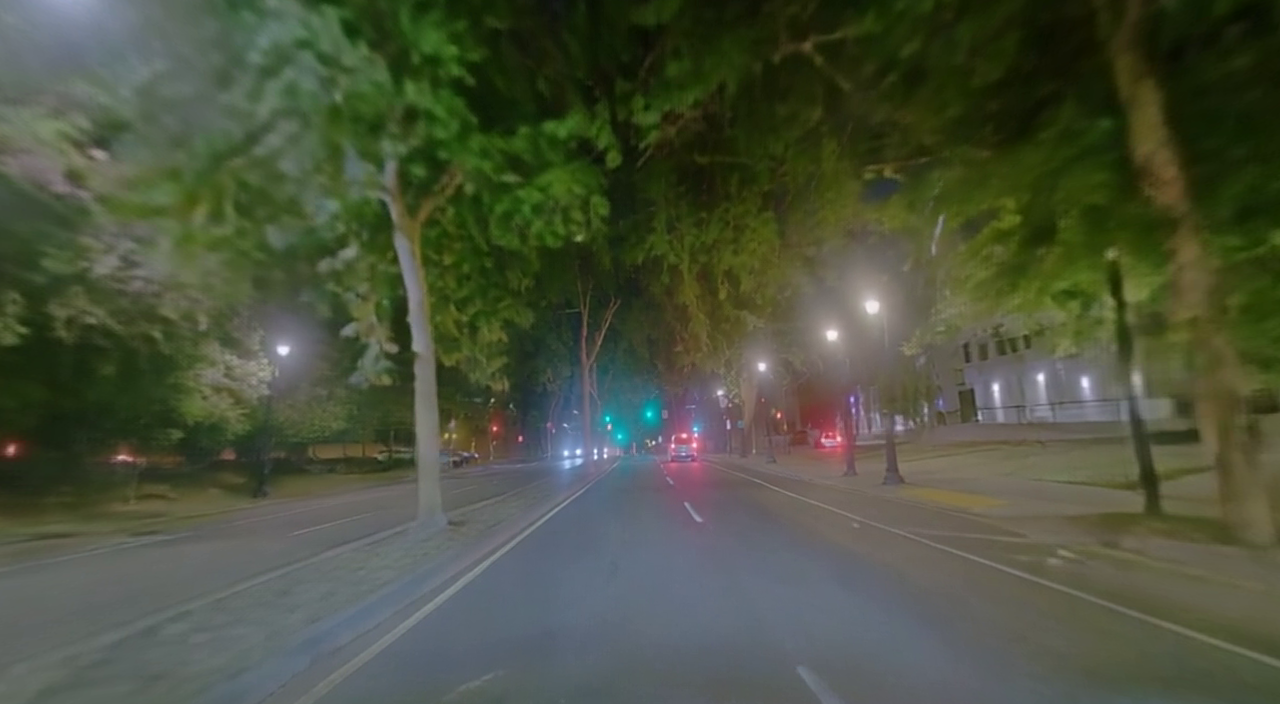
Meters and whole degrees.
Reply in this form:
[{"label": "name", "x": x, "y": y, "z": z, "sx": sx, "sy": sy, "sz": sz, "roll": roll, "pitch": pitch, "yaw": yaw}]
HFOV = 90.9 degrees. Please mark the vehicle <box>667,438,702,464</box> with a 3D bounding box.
[{"label": "vehicle", "x": 3.026, "y": 6.850, "z": 43.809, "sx": 2.129, "sy": 1.719, "sz": 4.205, "roll": 0, "pitch": -8, "yaw": 0}]
